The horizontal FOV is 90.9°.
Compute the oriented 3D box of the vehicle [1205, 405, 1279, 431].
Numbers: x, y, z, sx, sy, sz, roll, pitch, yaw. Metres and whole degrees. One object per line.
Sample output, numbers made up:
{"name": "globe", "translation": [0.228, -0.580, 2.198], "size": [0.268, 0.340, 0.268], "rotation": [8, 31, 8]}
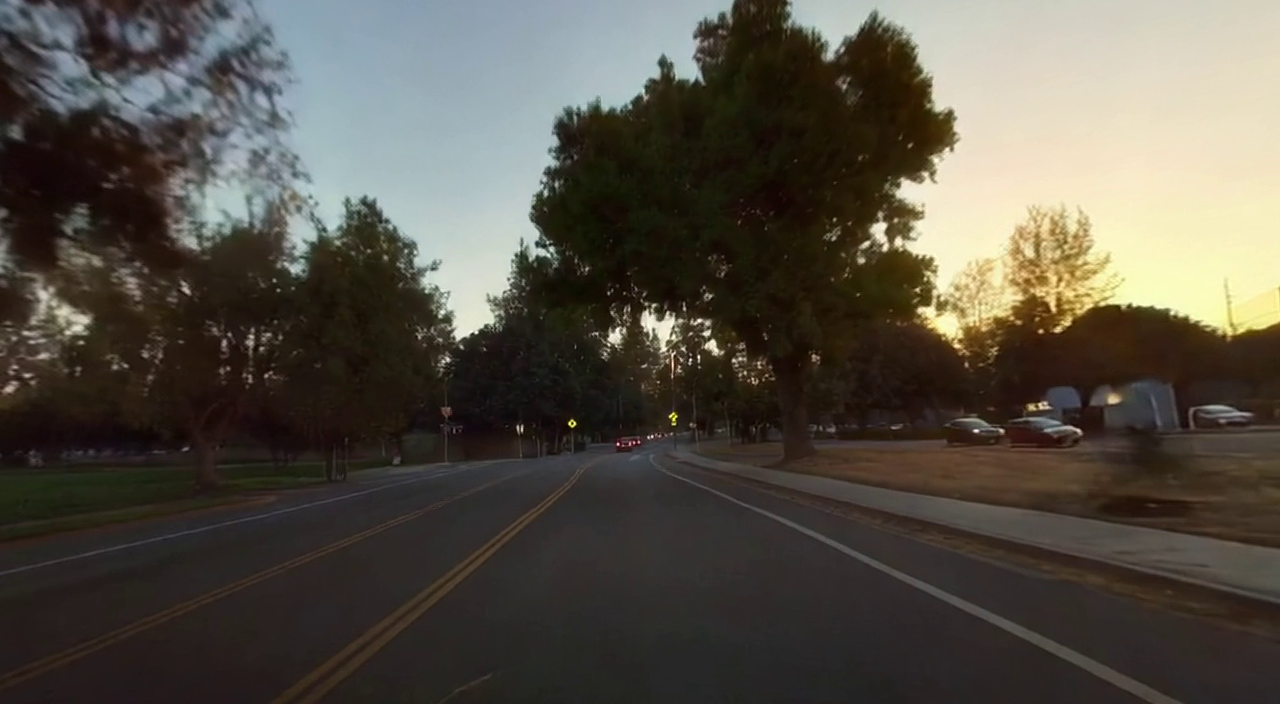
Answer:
{"name": "vehicle", "translation": [39.516, 4.315, 40.995], "size": [1.823, 1.489, 4.541], "rotation": [-1, -8, 9]}

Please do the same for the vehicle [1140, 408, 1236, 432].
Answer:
{"name": "vehicle", "translation": [42.576, 5.334, 49.050], "size": [5.184, 1.740, 1.973], "rotation": [-2, -8, 12]}

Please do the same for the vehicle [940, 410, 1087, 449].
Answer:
{"name": "vehicle", "translation": [14.925, 3.129, 25.337], "size": [4.744, 1.476, 1.926], "rotation": [1, -8, -4]}
